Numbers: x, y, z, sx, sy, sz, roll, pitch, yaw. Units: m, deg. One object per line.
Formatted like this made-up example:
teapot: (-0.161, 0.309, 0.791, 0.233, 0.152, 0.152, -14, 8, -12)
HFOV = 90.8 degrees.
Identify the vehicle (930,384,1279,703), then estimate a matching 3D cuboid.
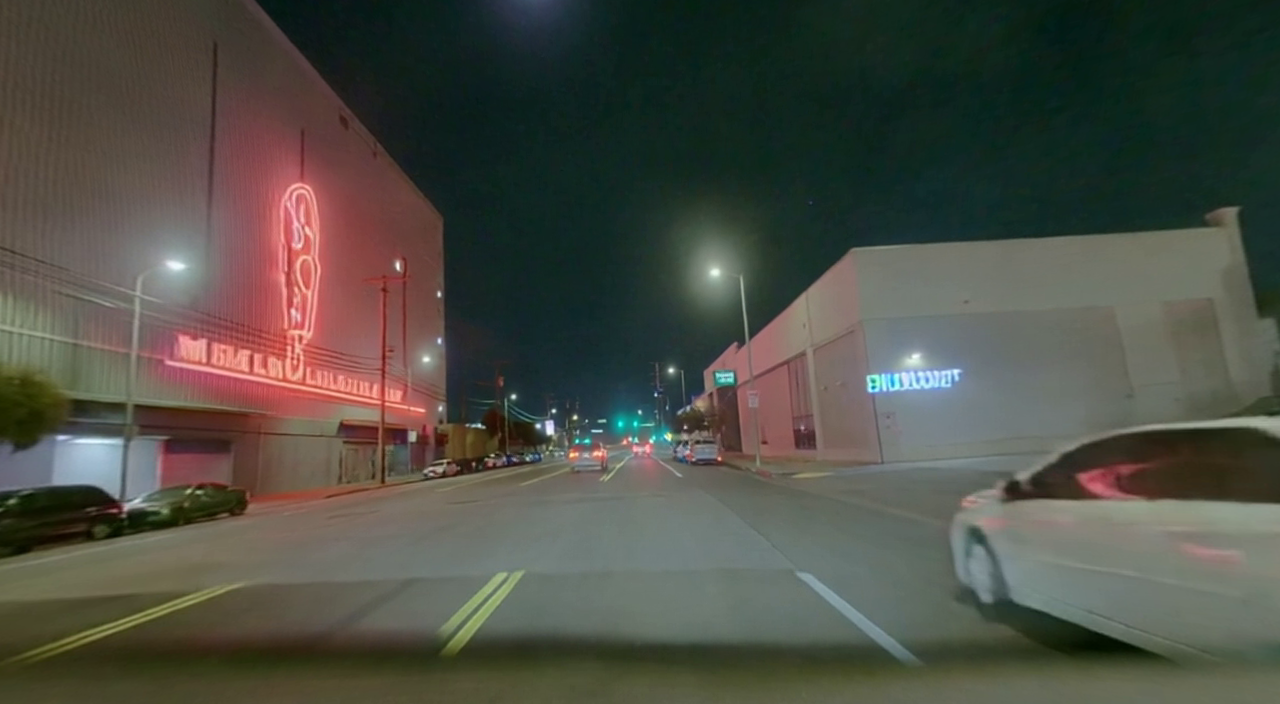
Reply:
vehicle: (3.394, 0.900, 2.587, 2.057, 1.490, 4.422, 0, -8, -4)

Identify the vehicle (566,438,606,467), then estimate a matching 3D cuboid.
vehicle: (-3.551, 6.772, 42.636, 2.348, 1.831, 4.737, 0, -8, -1)

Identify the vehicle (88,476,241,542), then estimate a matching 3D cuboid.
vehicle: (-15.625, 5.126, 21.098, 1.793, 1.437, 4.415, -6, -7, -1)

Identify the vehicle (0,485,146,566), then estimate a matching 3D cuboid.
vehicle: (-15.691, 4.339, 16.025, 2.081, 1.549, 5.190, 0, -8, 0)

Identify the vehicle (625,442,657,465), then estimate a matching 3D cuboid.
vehicle: (0.018, 6.918, 43.287, 2.099, 1.470, 4.270, 0, -8, -1)

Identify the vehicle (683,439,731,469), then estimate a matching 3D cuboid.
vehicle: (3.599, 5.609, 34.854, 2.042, 1.487, 5.033, -1, -8, -1)
